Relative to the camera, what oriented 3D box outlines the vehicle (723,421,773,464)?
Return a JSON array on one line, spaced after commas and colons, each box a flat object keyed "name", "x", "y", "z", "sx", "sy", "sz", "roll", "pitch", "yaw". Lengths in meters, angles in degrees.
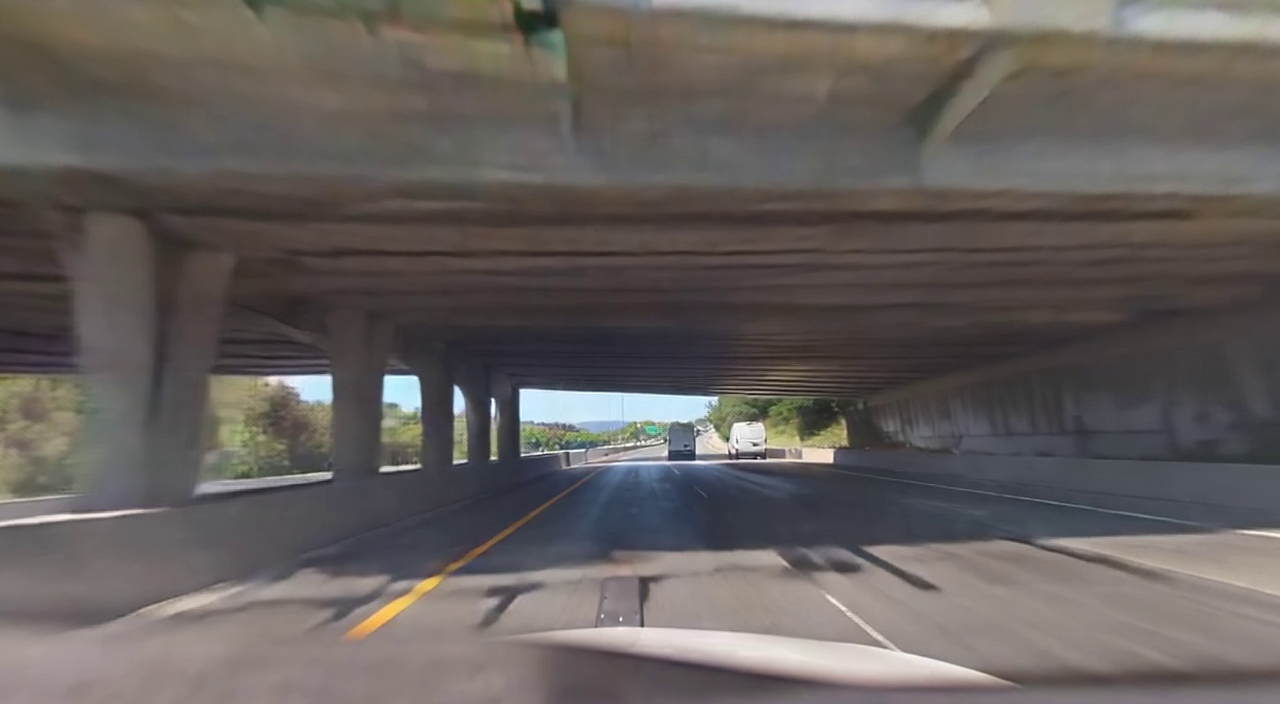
[{"name": "vehicle", "x": 7.589, "y": 6.455, "z": 45.035, "sx": 2.379, "sy": 2.819, "sz": 6.294, "roll": 0, "pitch": -8, "yaw": 0}]
